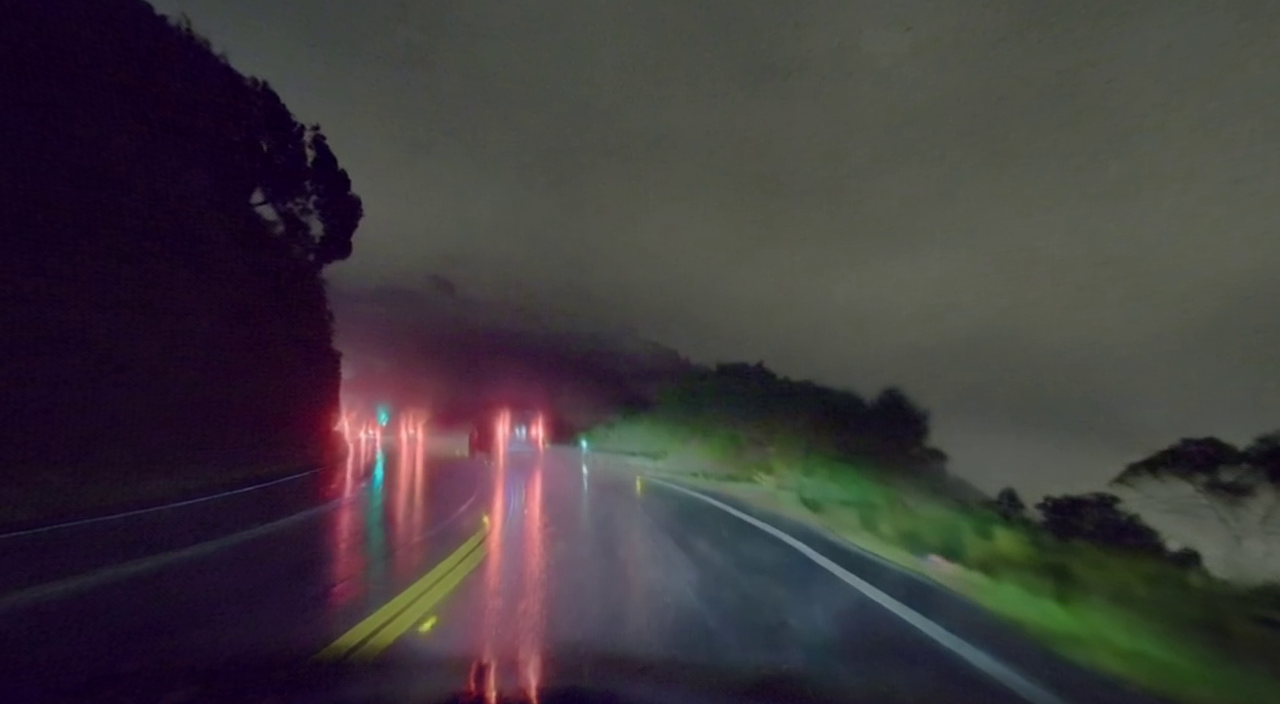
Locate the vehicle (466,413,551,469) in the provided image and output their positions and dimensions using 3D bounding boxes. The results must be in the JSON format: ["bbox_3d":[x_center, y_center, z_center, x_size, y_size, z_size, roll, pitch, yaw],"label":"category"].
[{"bbox_3d":[-5.479,3.635,25.639,2.500,1.961,5.637,4,-9,-20],"label":"vehicle"}]
